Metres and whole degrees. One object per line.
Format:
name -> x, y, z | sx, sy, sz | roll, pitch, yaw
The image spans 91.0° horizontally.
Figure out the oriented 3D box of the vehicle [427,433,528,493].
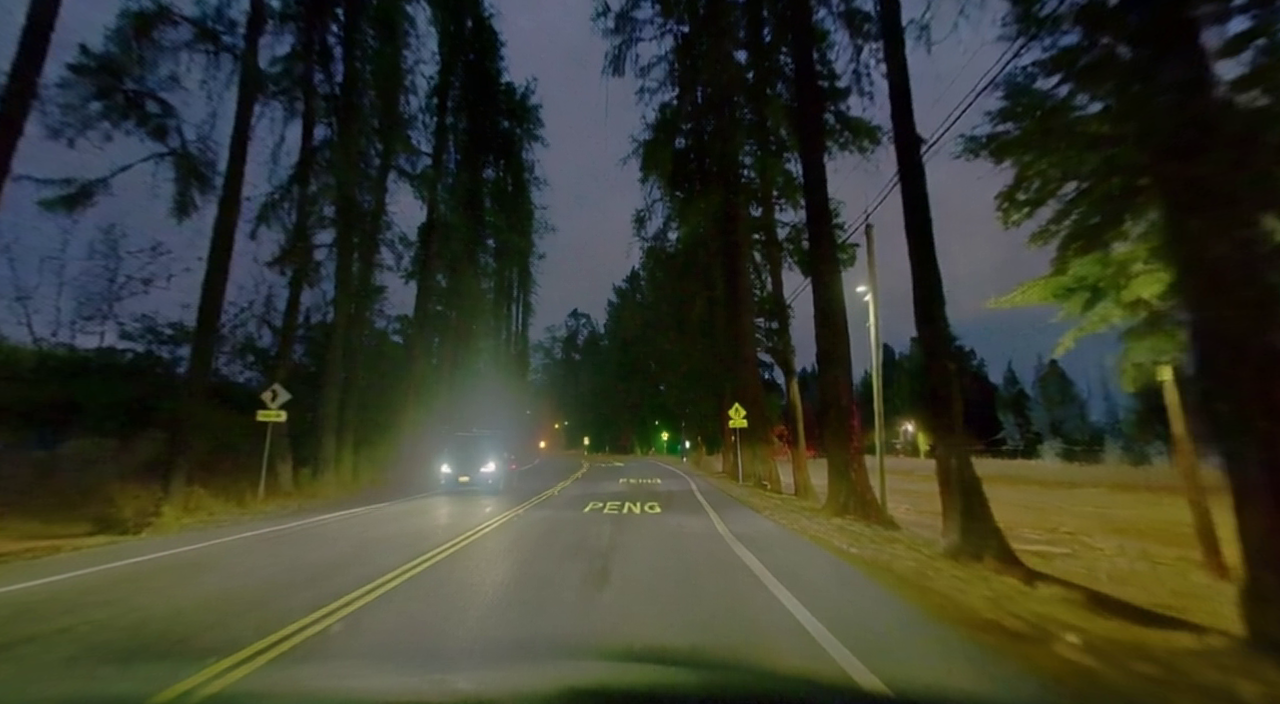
vehicle -> -5.793, 4.035, 23.366 | 2.394, 1.900, 5.863 | 0, -8, -2
